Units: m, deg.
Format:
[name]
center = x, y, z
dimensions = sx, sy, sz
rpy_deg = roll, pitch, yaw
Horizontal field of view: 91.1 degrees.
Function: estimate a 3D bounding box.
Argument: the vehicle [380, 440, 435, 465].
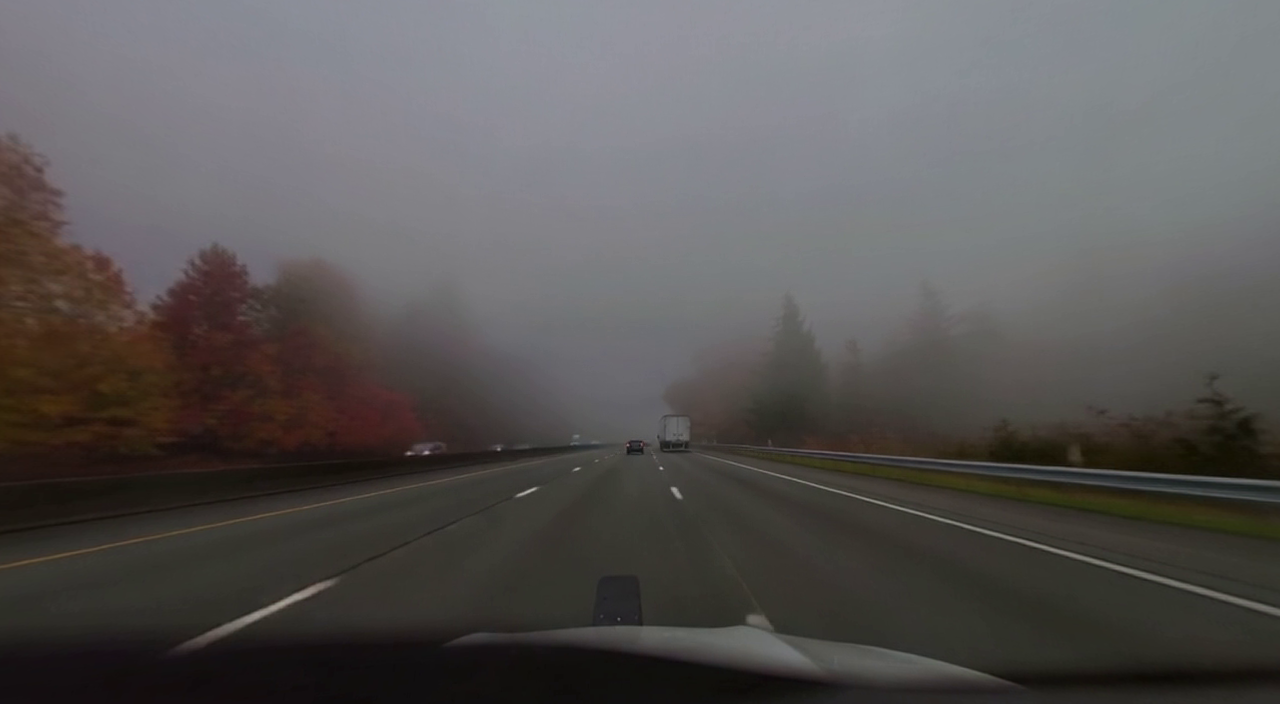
[vehicle]
center = -17.391, 7.490, 47.221
dimensions = 2.027, 1.755, 4.979
rpy_deg = -1, -8, 2
